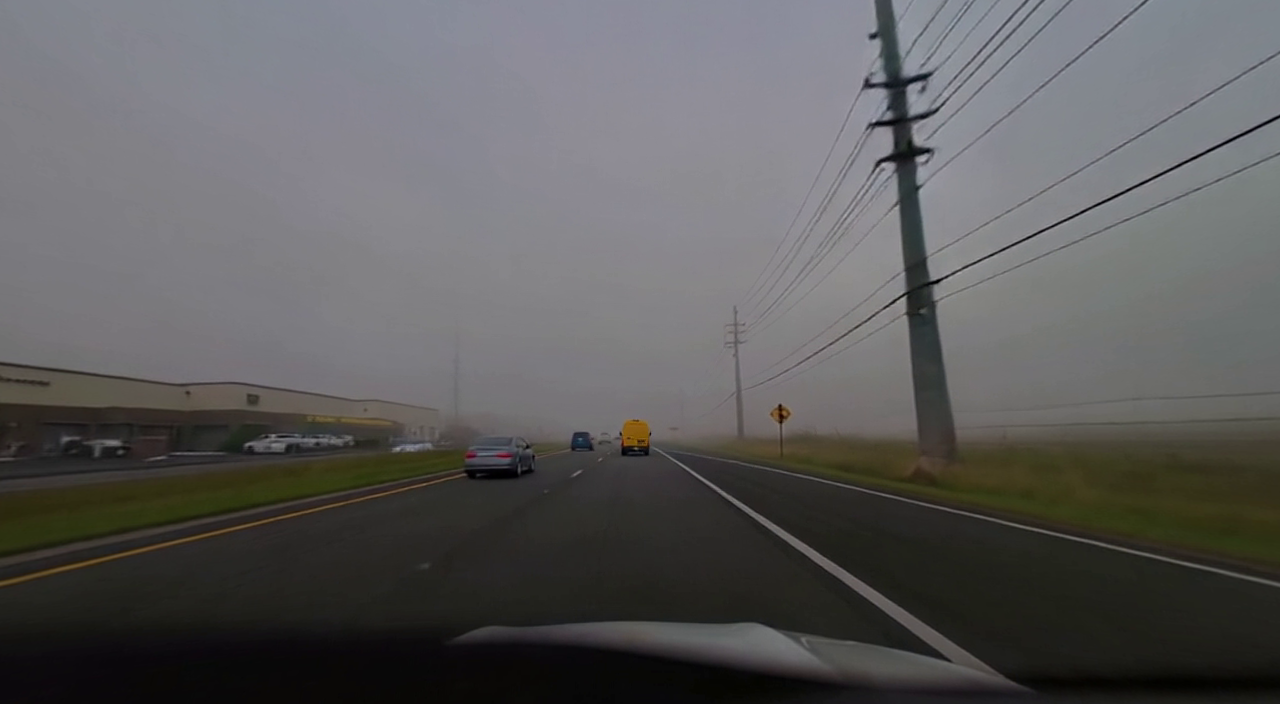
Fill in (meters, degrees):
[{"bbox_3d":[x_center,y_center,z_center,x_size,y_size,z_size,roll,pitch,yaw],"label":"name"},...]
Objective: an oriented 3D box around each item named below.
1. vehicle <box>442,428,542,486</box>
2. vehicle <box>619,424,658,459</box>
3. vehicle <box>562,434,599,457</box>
[{"bbox_3d":[-4.338,3.133,19.129,2.058,1.557,4.125,0,-8,0],"label":"vehicle"},{"bbox_3d":[-0.118,5.521,38.785,2.213,1.997,4.456,0,-8,-1],"label":"vehicle"},{"bbox_3d":[-4.063,6.482,43.677,2.087,1.464,4.853,0,-8,-1],"label":"vehicle"}]
